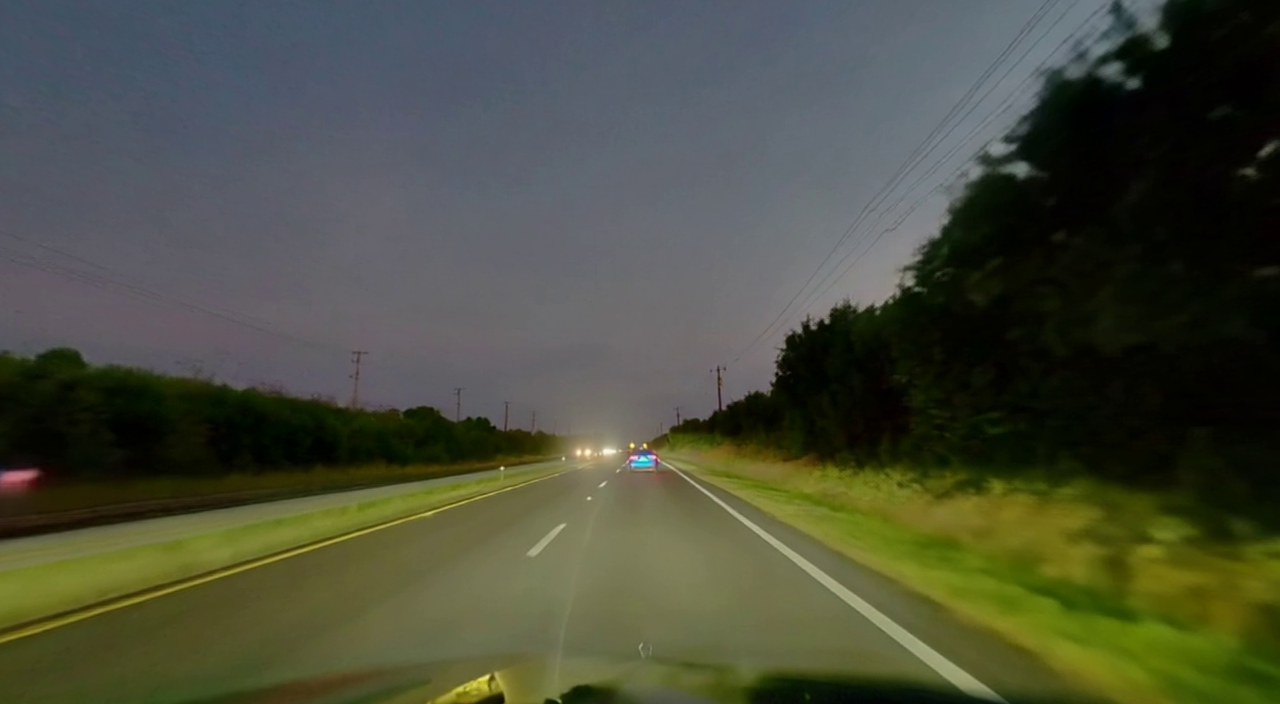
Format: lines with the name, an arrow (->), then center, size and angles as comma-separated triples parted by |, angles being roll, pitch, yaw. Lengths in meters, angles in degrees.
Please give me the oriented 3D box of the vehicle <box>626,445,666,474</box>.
vehicle -> 0.292, 5.834, 34.452 | 2.080, 1.486, 3.813 | 0, -9, 0
